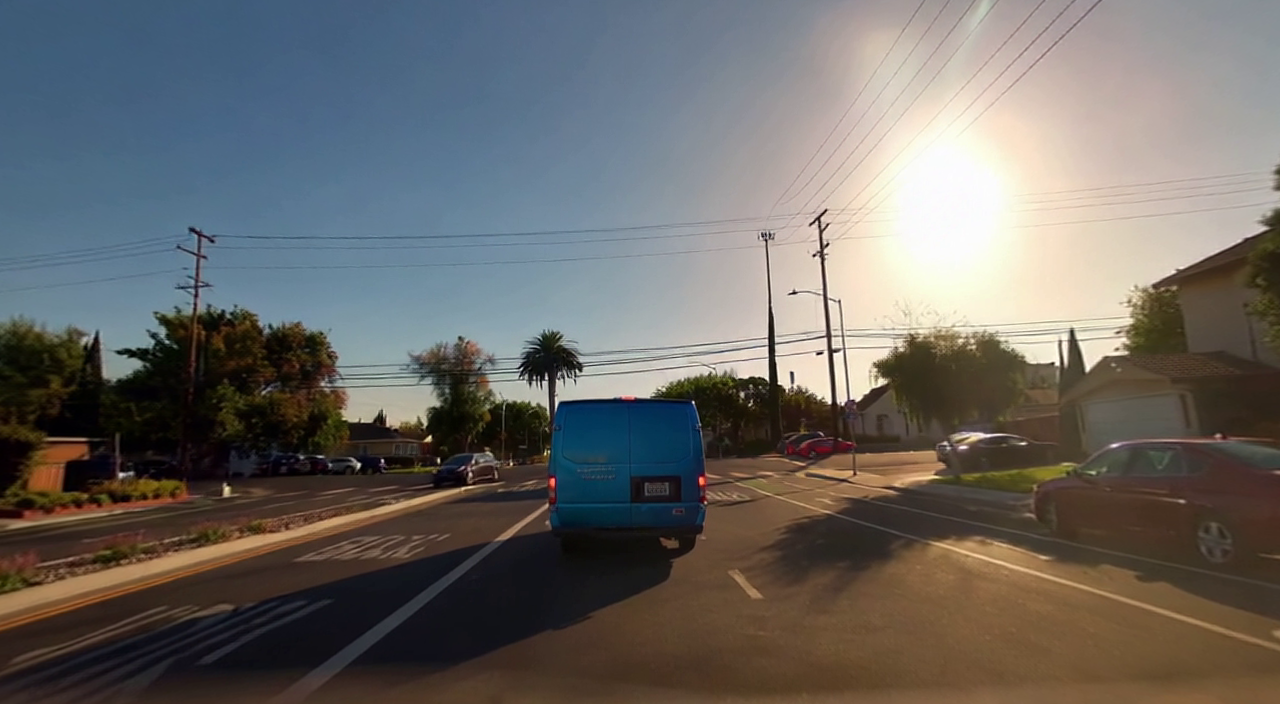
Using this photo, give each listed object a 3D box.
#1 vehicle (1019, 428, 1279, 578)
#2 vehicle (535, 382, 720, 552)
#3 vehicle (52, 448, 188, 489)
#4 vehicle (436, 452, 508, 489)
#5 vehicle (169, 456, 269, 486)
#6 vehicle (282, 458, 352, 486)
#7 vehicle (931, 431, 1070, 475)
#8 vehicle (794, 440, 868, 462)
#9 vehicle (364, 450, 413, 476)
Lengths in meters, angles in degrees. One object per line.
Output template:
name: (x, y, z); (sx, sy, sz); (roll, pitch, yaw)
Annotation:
vehicle: (7.348, 1.825, 8.352); (1.883, 1.504, 4.220); (0, -9, -3)
vehicle: (-0.309, 1.824, 10.539); (2.342, 2.142, 4.809); (0, -9, -4)
vehicle: (-26.900, 6.021, 32.833); (5.026, 2.017, 2.215); (0, -9, -1)
vehicle: (-7.447, 5.301, 28.506); (1.962, 1.481, 4.434); (0, -9, 1)
vehicle: (-27.404, 7.736, 41.214); (4.972, 1.776, 2.057); (0, -9, -1)
vehicle: (-18.449, 6.857, 36.280); (1.816, 1.445, 4.120); (0, -9, 0)
vehicle: (13.128, 3.700, 23.199); (3.916, 1.517, 1.887); (0, -9, -1)
vehicle: (13.090, 6.805, 43.448); (4.483, 1.463, 1.805); (0, -9, -1)
vehicle: (-18.002, 7.922, 45.379); (1.841, 1.769, 4.105); (0, -9, 0)
